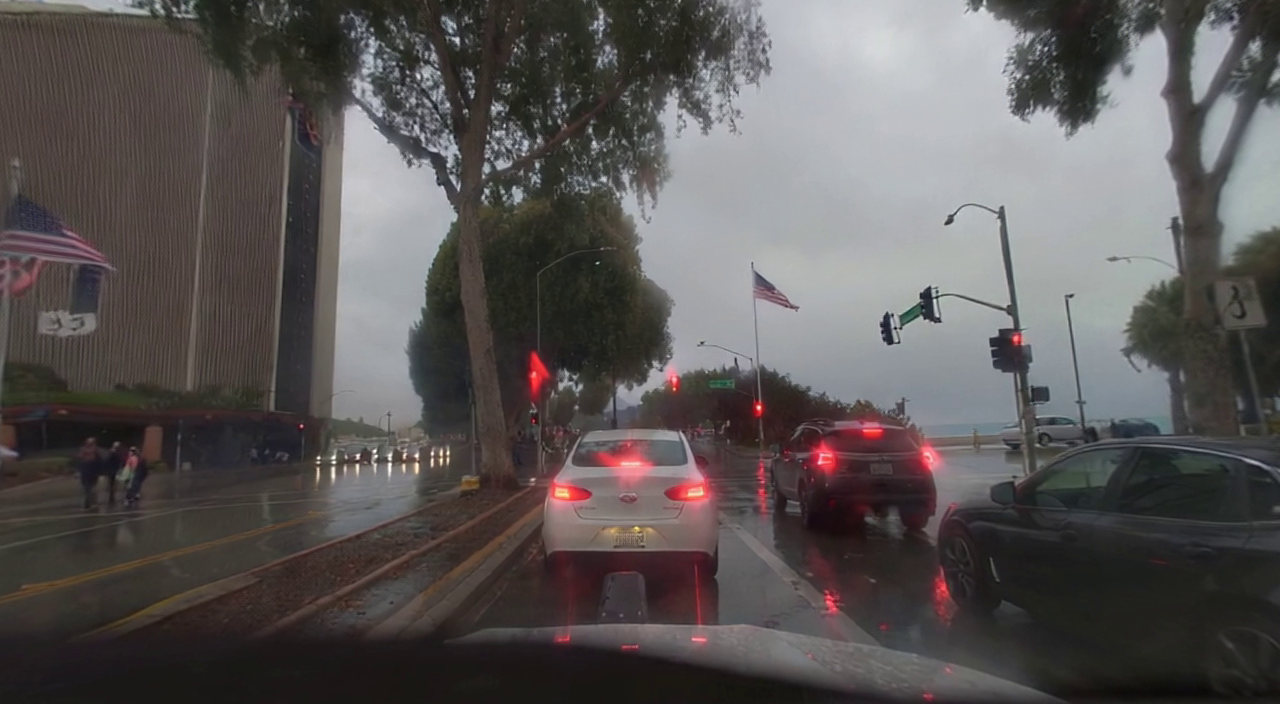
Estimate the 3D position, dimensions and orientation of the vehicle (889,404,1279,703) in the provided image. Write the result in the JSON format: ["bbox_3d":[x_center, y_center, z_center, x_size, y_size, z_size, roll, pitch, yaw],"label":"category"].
[{"bbox_3d":[3.381,1.171,3.996,1.833,1.465,4.258,0,-8,-1],"label":"vehicle"}]

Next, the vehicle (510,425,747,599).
[{"bbox_3d":[-0.107,1.700,7.544,2.096,1.521,3.747,0,-8,0],"label":"vehicle"}]

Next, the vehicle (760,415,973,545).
[{"bbox_3d":[3.517,2.085,10.953,1.978,1.738,4.599,0,-8,0],"label":"vehicle"}]
